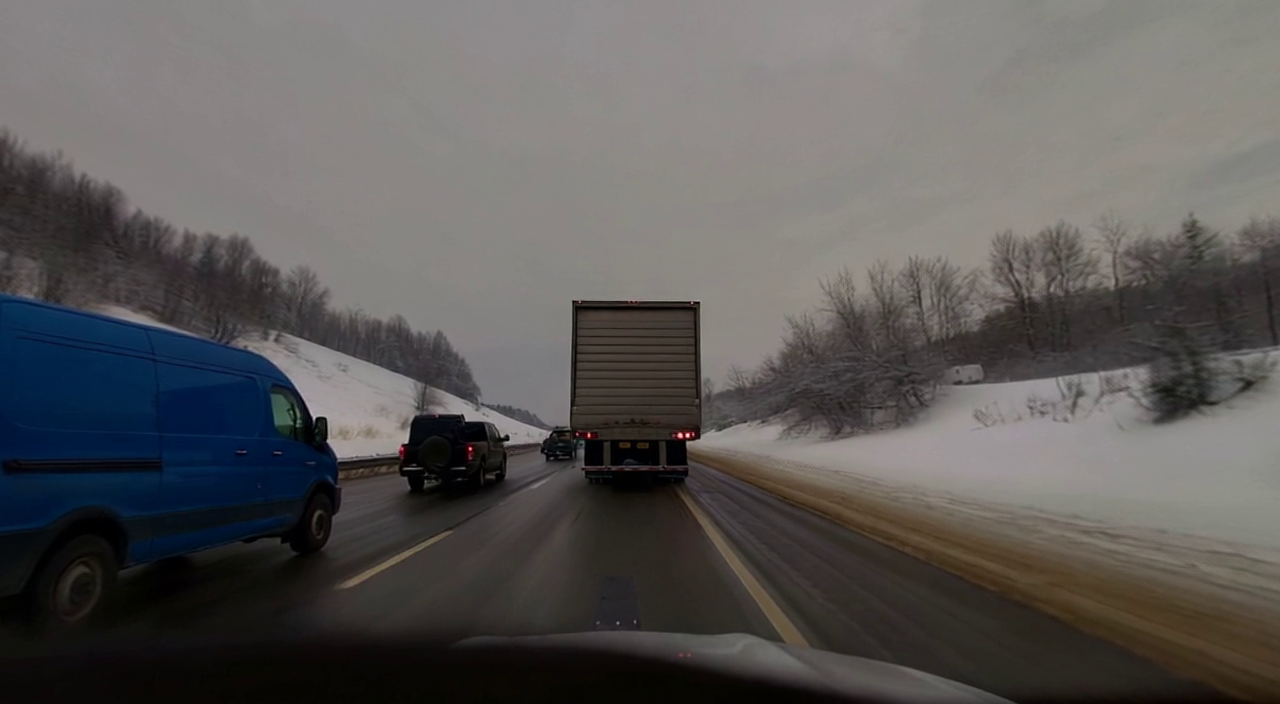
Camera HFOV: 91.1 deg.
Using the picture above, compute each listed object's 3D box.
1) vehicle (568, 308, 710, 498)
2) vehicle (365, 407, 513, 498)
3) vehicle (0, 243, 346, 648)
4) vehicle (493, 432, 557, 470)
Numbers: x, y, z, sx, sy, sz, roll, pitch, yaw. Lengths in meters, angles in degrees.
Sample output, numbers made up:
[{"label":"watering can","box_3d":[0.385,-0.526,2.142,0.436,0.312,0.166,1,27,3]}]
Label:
[{"label":"vehicle","box_3d":[-0.040,1.724,18.385,2.953,4.041,10.072,0,-8,0]},{"label":"vehicle","box_3d":[-4.921,2.550,16.321,2.168,1.985,4.952,0,-8,0]},{"label":"vehicle","box_3d":[-5.257,0.829,5.736,2.478,2.515,5.438,0,-8,0]},{"label":"vehicle","box_3d":[-4.903,4.274,27.480,1.931,1.539,4.441,0,-8,0]}]
